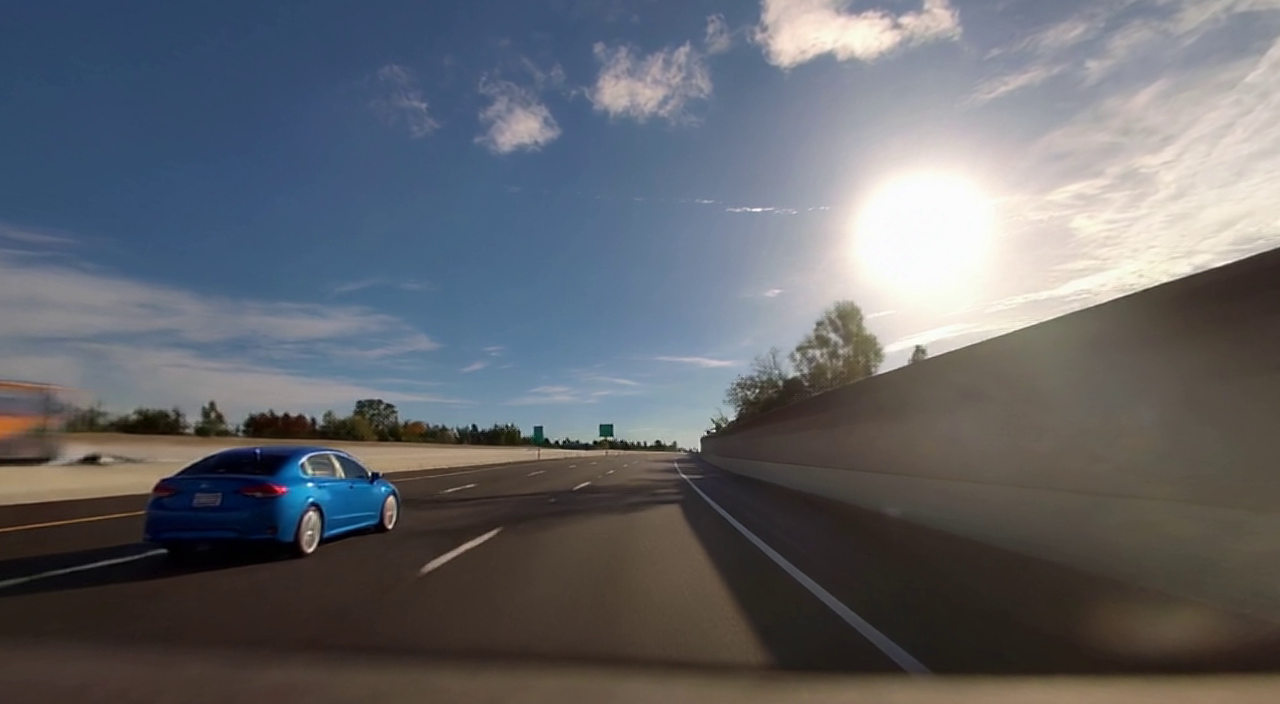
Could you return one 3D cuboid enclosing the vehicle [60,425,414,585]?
[{"bbox_3d":[-4.546,1.749,7.971,1.928,1.504,3.745,0,-9,1],"label":"vehicle"}]
